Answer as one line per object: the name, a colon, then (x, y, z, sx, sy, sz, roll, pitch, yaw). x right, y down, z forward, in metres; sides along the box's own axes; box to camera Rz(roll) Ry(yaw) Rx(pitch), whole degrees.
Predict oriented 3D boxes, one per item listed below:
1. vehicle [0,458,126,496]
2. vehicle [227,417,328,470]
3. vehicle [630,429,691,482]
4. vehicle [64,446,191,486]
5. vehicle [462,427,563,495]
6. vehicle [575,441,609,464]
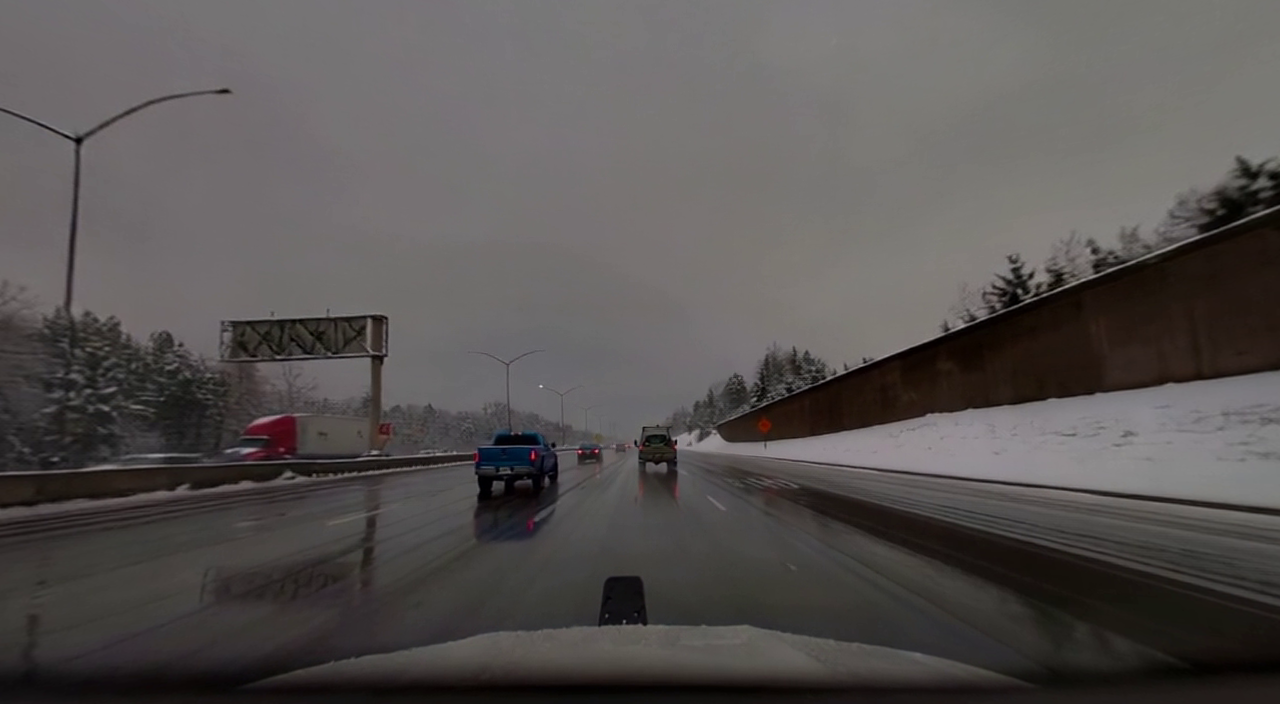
vehicle: (-24.538, 5.271, 26.896, 1.840, 1.373, 3.920, 0, -9, 2)
vehicle: (-28.180, 7.224, 49.632, 3.011, 3.821, 8.088, 0, -8, 0)
vehicle: (0.748, 3.930, 24.166, 2.083, 1.792, 4.782, 0, -9, 1)
vehicle: (-21.320, 4.725, 26.490, 1.848, 1.483, 4.149, 0, -9, 0)
vehicle: (-3.691, 3.273, 19.320, 1.954, 1.792, 5.187, 0, -9, 1)
vehicle: (-3.388, 7.180, 45.212, 1.961, 1.591, 4.756, 0, -9, 1)
